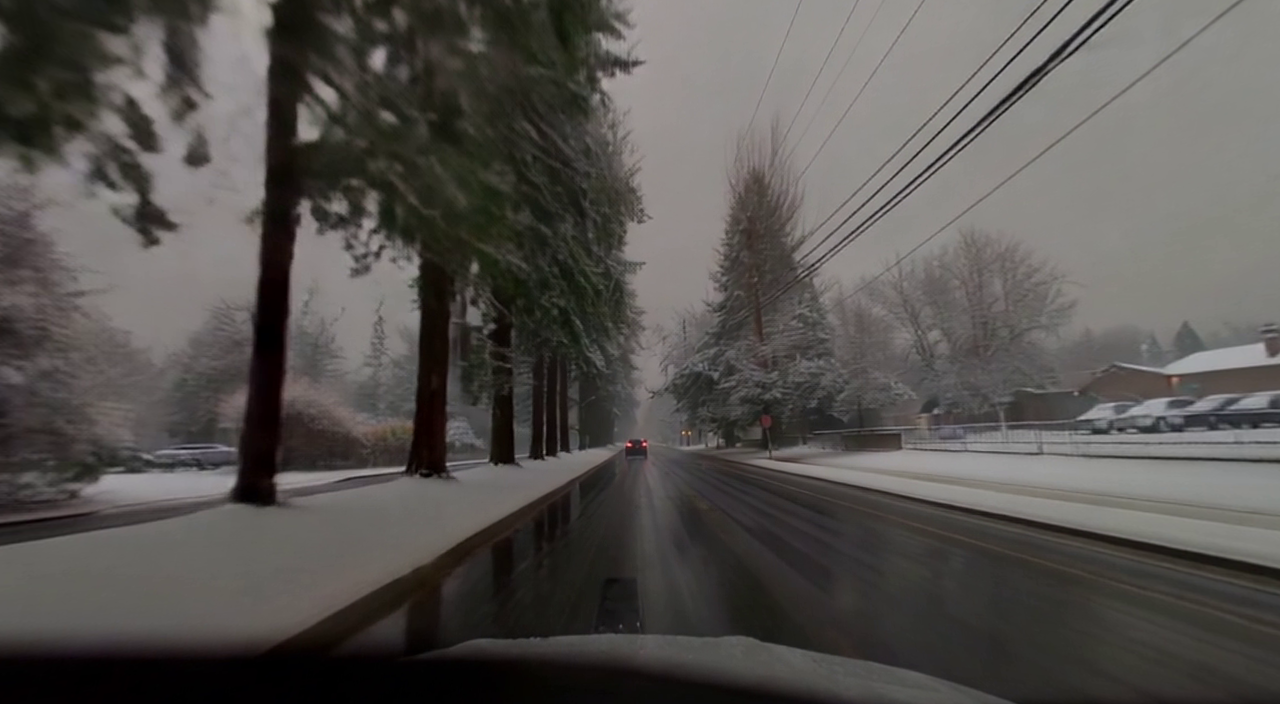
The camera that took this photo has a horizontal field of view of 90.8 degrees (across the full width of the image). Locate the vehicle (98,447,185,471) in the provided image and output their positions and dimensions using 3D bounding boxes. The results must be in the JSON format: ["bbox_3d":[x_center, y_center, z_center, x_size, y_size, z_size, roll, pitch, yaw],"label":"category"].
[{"bbox_3d":[-33.392,7.132,42.384,4.207,1.518,1.948,0,-8,1],"label":"vehicle"}]

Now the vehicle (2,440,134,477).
[{"bbox_3d":[-33.709,6.259,37.377,5.614,1.886,2.254,-2,-8,0],"label":"vehicle"}]
